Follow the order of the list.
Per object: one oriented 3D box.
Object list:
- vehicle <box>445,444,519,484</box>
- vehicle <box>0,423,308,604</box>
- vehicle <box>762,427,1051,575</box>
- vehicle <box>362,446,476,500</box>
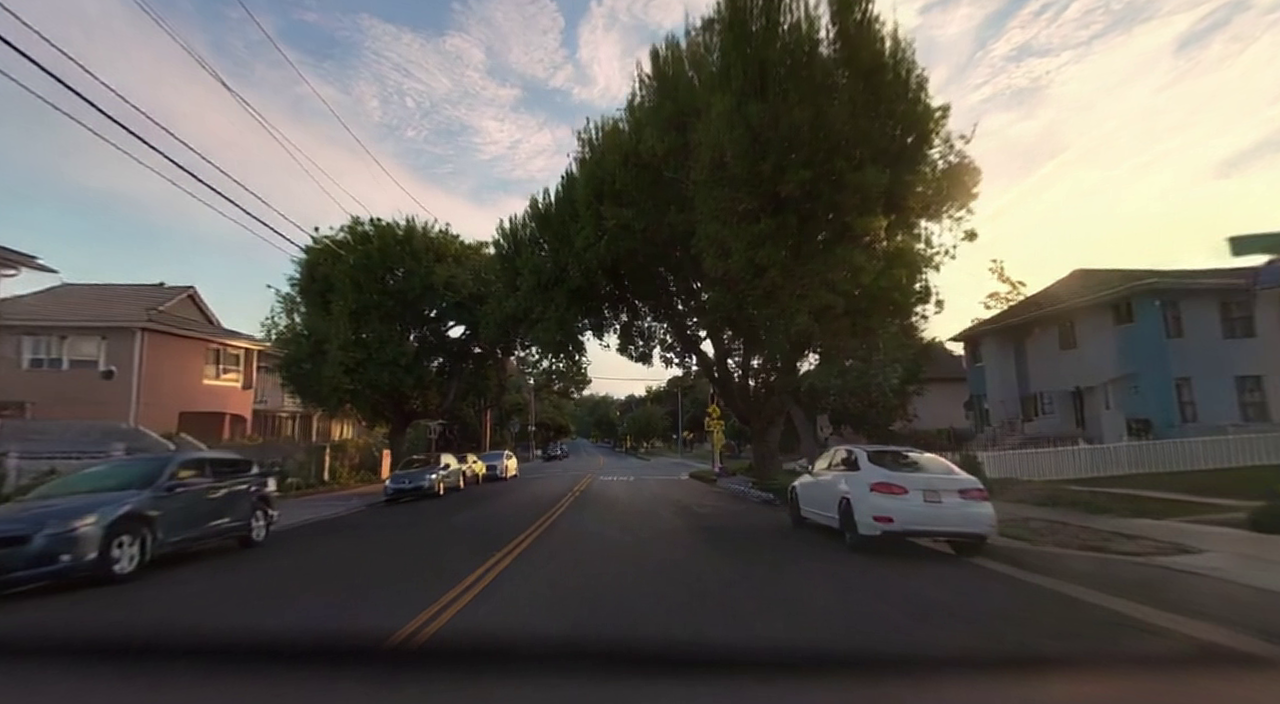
[{"bbox_3d":[-6.616,4.728,26.922,2.026,1.560,4.062,0,-9,1],"label":"vehicle"},{"bbox_3d":[-6.567,1.884,8.360,1.896,1.703,4.586,0,-9,-1],"label":"vehicle"},{"bbox_3d":[3.353,1.985,9.453,1.963,1.536,5.446,0,-9,0],"label":"vehicle"},{"bbox_3d":[-6.845,3.770,20.184,2.056,1.481,4.451,0,-9,0],"label":"vehicle"}]
